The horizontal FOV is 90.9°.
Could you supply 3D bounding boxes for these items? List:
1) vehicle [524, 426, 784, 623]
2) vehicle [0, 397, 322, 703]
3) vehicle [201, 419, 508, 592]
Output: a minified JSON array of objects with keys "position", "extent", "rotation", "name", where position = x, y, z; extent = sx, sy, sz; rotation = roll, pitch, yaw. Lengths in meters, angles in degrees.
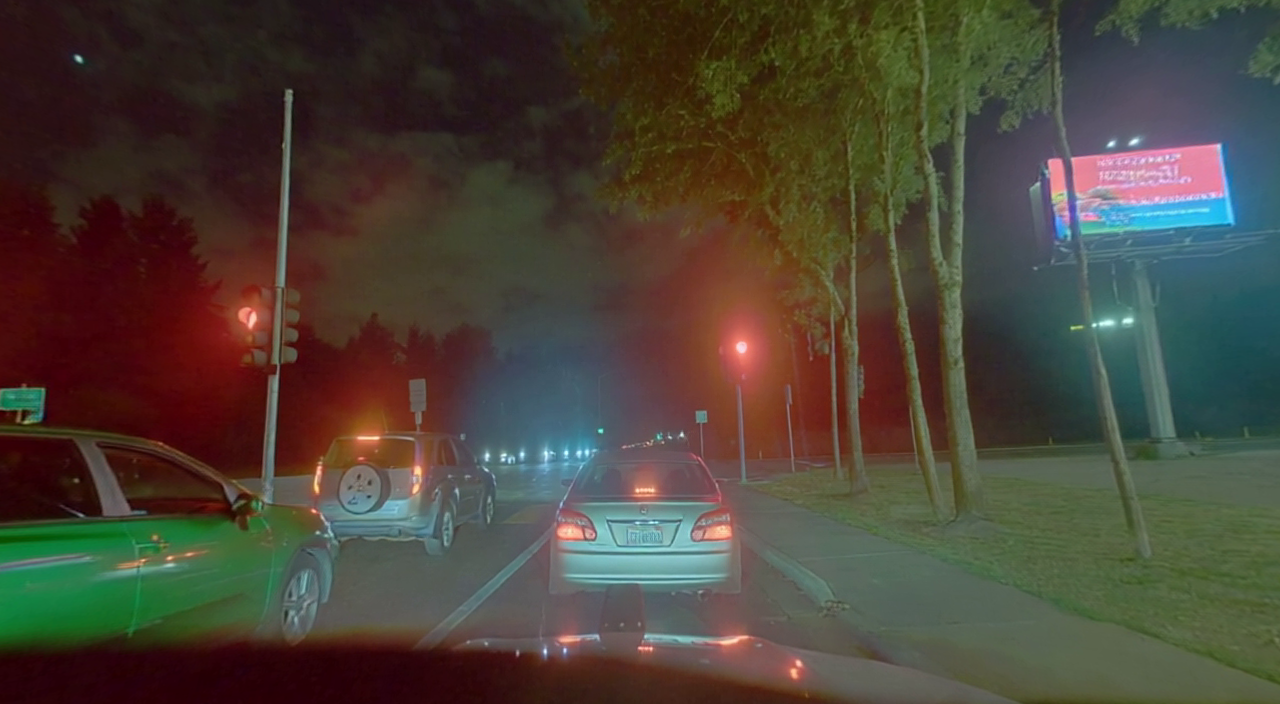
[{"position":[0.039,1.586,6.618],"extent":[1.977,1.467,3.474],"rotation":[0,-9,-2],"name":"vehicle"},{"position":[-3.157,0.961,2.410],"extent":[1.808,1.520,3.846],"rotation":[-1,-9,1],"name":"vehicle"},{"position":[-3.169,1.783,8.126],"extent":[1.950,1.628,4.082],"rotation":[-1,-9,1],"name":"vehicle"}]
